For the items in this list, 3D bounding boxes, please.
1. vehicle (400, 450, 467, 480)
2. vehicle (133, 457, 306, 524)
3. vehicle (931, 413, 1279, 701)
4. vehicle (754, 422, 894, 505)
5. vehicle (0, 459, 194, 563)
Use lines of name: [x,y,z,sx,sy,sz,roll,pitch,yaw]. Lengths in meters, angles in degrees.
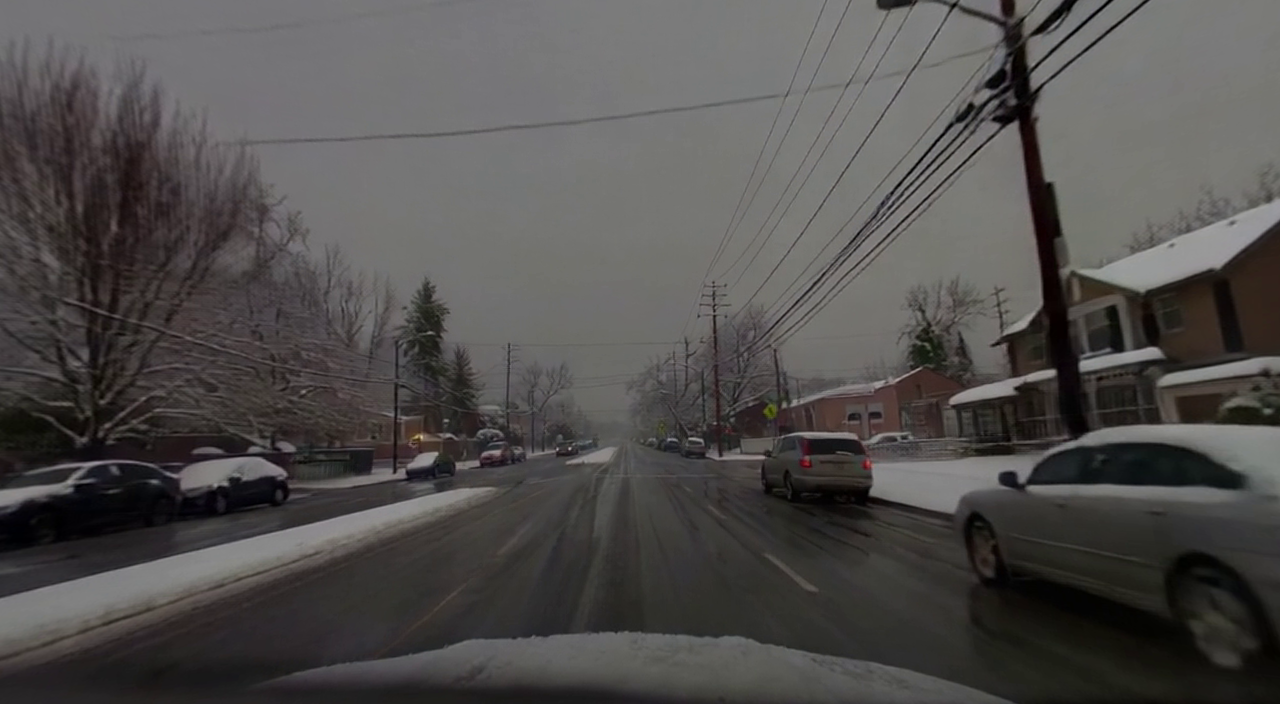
vehicle: [-11.320,6.205,34.999,1.970,1.523,4.702,-1,-8,2]
vehicle: [-11.158,3.657,17.199,1.778,1.470,4.217,0,-8,0]
vehicle: [4.288,1.282,4.797,1.989,1.471,4.460,0,-8,0]
vehicle: [4.444,2.766,16.070,2.126,1.802,4.259,0,-8,-2]
vehicle: [-10.969,2.862,12.038,1.804,1.513,4.450,0,-8,-2]
